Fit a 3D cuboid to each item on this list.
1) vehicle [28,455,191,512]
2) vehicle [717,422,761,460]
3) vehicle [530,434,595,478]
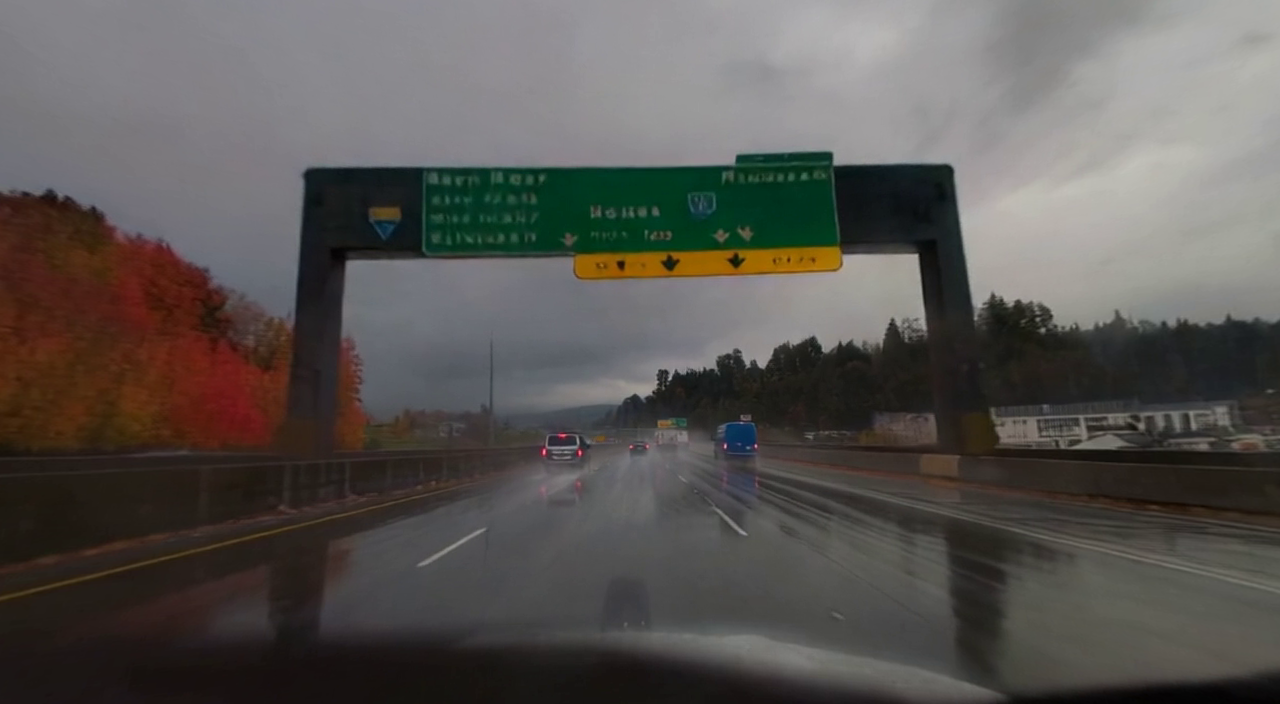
[{"bbox_3d":[-16.117,3.962,19.387,1.743,1.469,3.718,0,-8,0],"label":"vehicle"},{"bbox_3d":[7.583,6.955,48.992,2.435,2.754,6.284,0,-8,0],"label":"vehicle"},{"bbox_3d":[-3.193,4.402,26.944,2.177,1.707,4.432,0,-8,0],"label":"vehicle"}]
